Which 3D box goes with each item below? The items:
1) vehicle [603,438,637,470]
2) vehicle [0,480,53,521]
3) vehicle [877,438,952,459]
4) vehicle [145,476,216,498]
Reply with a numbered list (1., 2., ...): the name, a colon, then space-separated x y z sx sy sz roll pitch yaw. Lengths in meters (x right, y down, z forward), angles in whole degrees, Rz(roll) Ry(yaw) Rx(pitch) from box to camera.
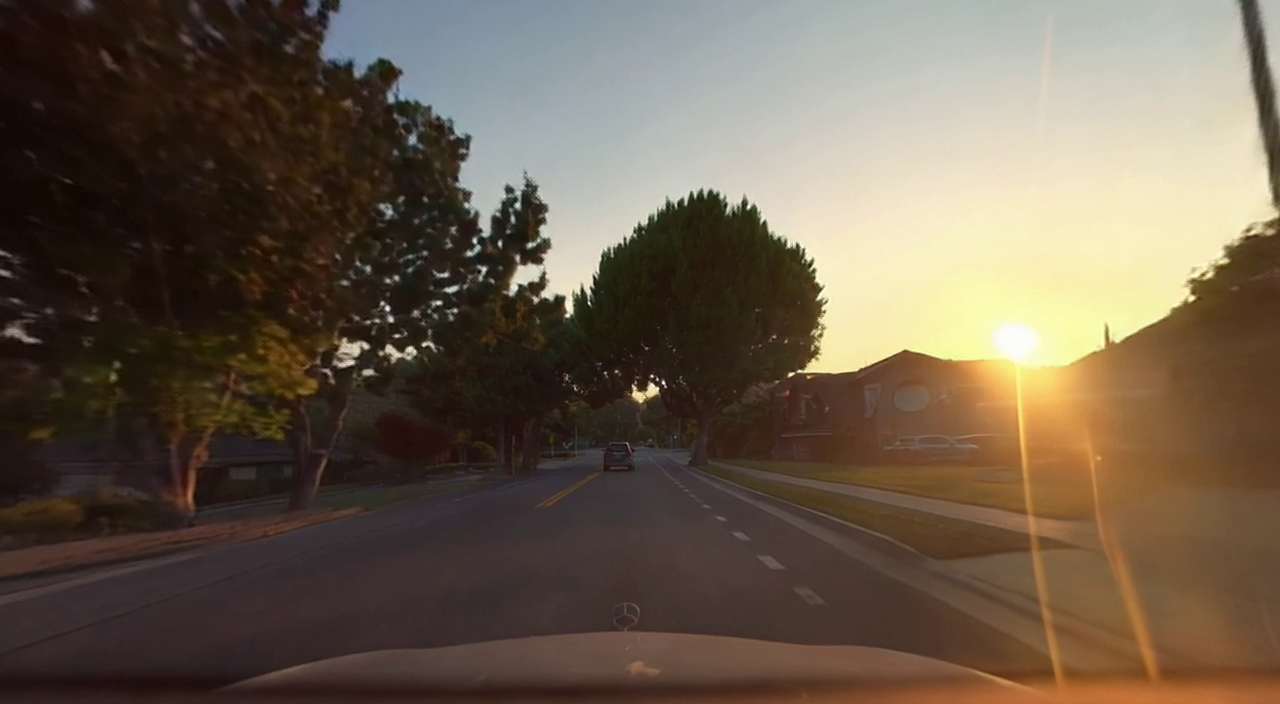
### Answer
1. vehicle: -1.334 6.974 43.384 2.210 2.023 4.663 0 -9 -1
2. vehicle: -29.994 6.935 29.683 1.926 1.552 4.355 4 -9 -22
3. vehicle: 14.486 5.144 33.627 1.987 1.039 4.499 0 -9 0
4. vehicle: -31.005 9.126 42.693 3.502 1.310 1.729 -1 -8 5
